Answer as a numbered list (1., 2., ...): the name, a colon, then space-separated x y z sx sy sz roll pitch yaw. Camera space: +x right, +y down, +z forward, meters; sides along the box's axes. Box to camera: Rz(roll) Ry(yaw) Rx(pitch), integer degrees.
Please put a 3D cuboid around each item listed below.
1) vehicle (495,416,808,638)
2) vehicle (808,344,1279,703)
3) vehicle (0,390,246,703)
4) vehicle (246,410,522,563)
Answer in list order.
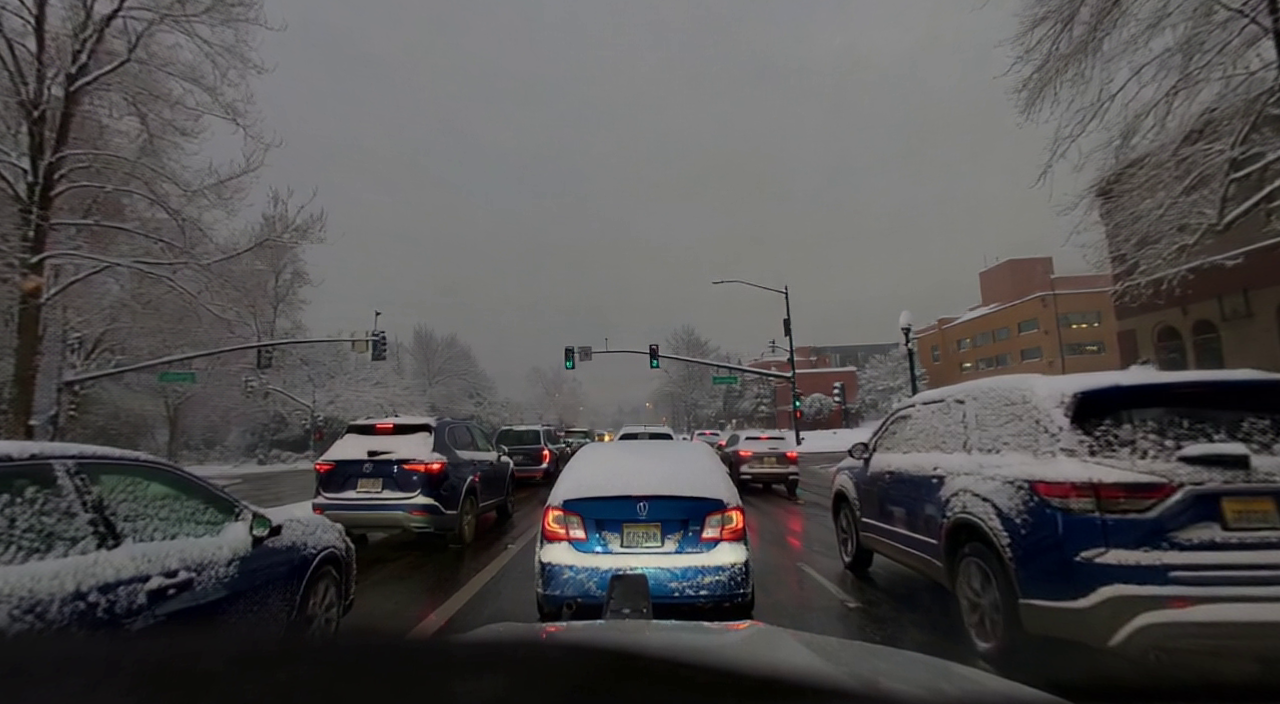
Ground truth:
1. vehicle: 0.082 1.506 6.389 2.147 1.507 3.953 0 -8 0
2. vehicle: 3.052 1.163 5.100 2.108 1.785 4.334 0 -9 -1
3. vehicle: -3.397 0.751 1.242 2.144 1.505 4.635 -1 -9 2
4. vehicle: -3.366 1.882 9.553 2.168 1.719 4.561 -1 -9 1
